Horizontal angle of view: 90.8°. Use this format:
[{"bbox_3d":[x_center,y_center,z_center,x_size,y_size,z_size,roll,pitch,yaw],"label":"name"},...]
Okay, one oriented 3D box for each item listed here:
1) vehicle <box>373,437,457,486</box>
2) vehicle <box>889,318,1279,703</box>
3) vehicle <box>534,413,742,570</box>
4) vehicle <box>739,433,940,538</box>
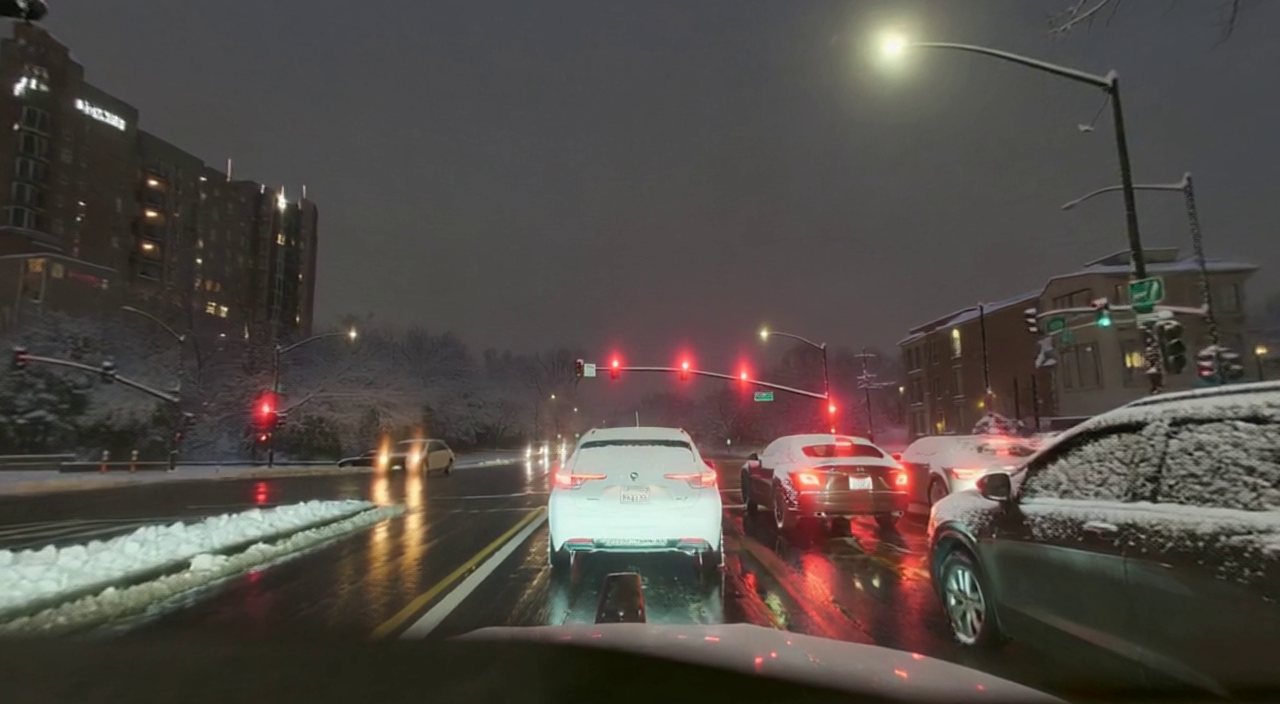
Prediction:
[{"bbox_3d":[-9.484,4.527,26.446,2.021,1.837,4.448,6,-11,-36],"label":"vehicle"},{"bbox_3d":[3.007,0.860,2.649,2.103,1.701,4.294,0,-8,-1],"label":"vehicle"},{"bbox_3d":[-0.069,1.775,8.742,2.188,1.637,4.027,0,-8,-2],"label":"vehicle"},{"bbox_3d":[3.153,2.202,11.125,2.001,1.463,4.398,0,-8,-2],"label":"vehicle"}]
